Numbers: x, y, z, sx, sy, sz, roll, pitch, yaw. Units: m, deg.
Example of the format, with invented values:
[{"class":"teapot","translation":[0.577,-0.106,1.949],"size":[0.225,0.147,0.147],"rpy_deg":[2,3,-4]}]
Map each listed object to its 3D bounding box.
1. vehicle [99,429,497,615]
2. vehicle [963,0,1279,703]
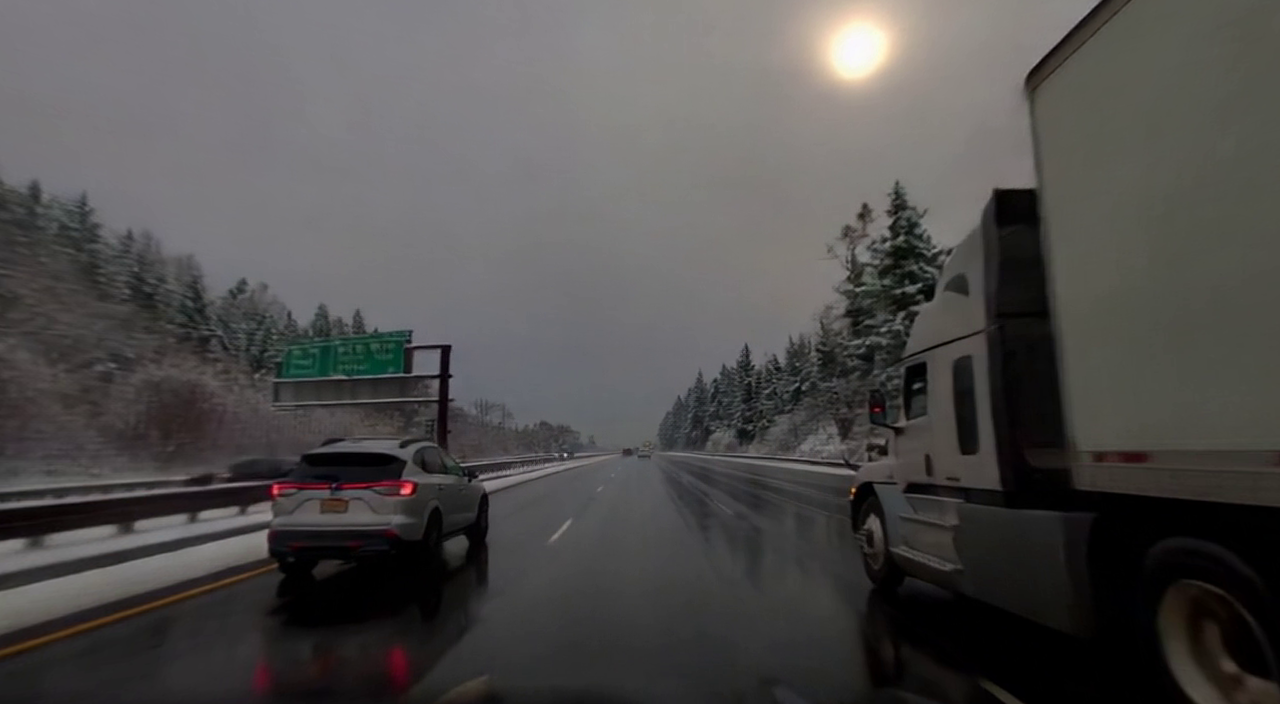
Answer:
[{"class":"vehicle","translation":[-3.290,1.743,7.476],"size":[2.054,1.475,4.708],"rpy_deg":[0,-9,0]},{"class":"vehicle","translation":[3.671,-0.401,0.892],"size":[3.010,3.907,5.999],"rpy_deg":[0,-9,-1]}]
